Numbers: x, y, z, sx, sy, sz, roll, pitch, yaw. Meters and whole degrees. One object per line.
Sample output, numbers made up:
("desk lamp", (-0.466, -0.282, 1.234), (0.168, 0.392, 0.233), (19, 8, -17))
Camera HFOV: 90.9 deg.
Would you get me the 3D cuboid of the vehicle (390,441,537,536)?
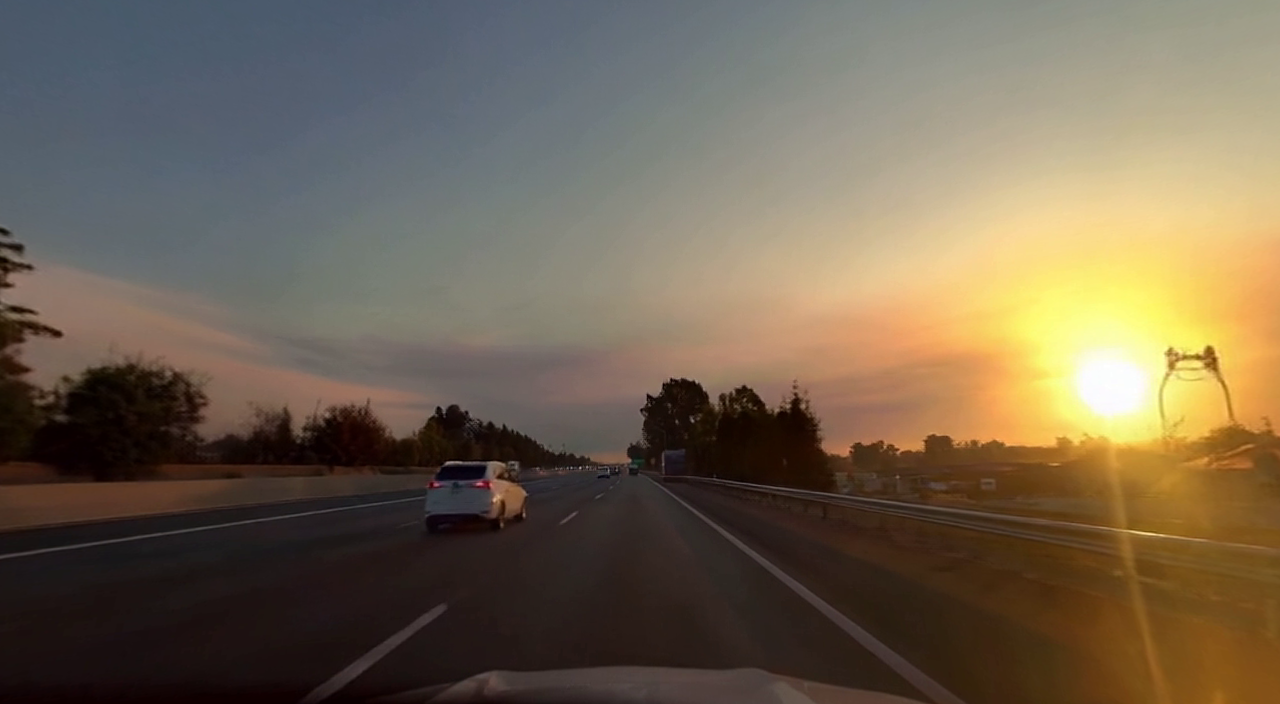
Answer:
("vehicle", (-3.898, 3.153, 14.970), (2.036, 1.835, 4.888), (1, -10, 0))
